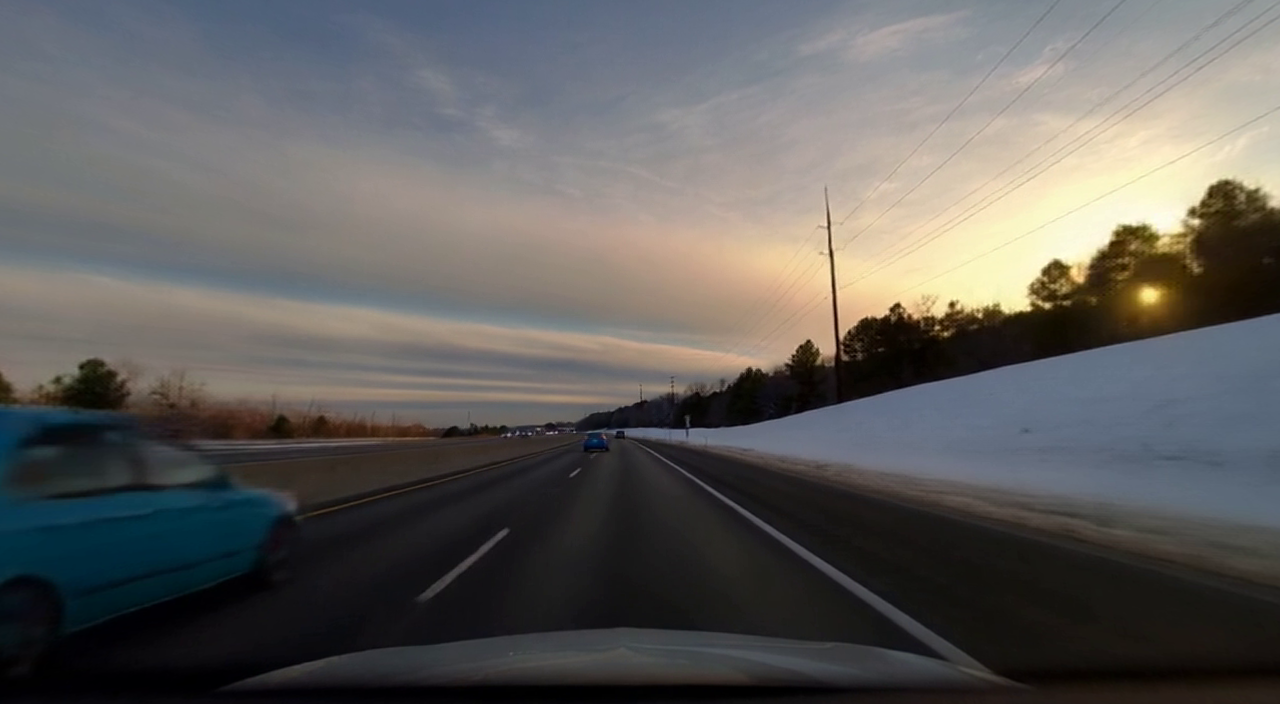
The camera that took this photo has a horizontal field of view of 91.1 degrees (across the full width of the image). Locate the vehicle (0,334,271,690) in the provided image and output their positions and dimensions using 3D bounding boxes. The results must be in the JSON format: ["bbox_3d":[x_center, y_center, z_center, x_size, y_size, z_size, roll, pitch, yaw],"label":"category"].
[{"bbox_3d":[-4.179,0.719,2.627,2.189,1.704,5.205,0,-8,-1],"label":"vehicle"}]

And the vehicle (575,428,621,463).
[{"bbox_3d":[-1.884,4.336,29.365,1.999,1.536,3.969,0,-8,-1],"label":"vehicle"}]
